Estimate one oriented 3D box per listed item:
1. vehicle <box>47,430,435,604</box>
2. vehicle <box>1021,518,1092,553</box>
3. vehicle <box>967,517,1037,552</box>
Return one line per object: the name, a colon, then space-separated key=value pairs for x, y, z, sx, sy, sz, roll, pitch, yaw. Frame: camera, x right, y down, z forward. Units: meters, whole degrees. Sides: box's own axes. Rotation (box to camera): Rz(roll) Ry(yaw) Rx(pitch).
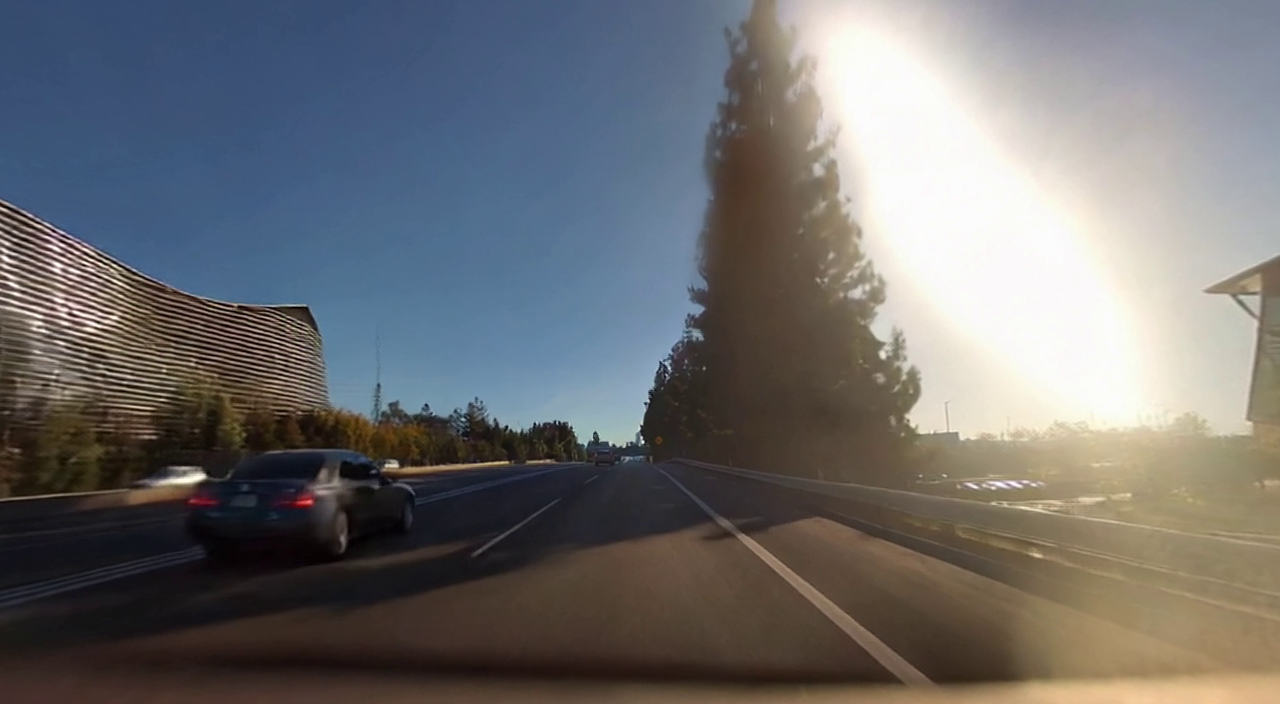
vehicle: x=-4.341 y=1.820 z=8.042 sx=1.936 sy=1.536 sz=4.627 roll=0 pitch=-8 yaw=0
vehicle: x=26.510 y=11.672 z=40.385 sx=1.914 sy=1.715 sz=3.814 roll=-1 pitch=-10 yaw=2
vehicle: x=23.863 y=12.035 z=41.875 sx=1.993 sy=1.688 sz=4.523 roll=0 pitch=-9 yaw=1
